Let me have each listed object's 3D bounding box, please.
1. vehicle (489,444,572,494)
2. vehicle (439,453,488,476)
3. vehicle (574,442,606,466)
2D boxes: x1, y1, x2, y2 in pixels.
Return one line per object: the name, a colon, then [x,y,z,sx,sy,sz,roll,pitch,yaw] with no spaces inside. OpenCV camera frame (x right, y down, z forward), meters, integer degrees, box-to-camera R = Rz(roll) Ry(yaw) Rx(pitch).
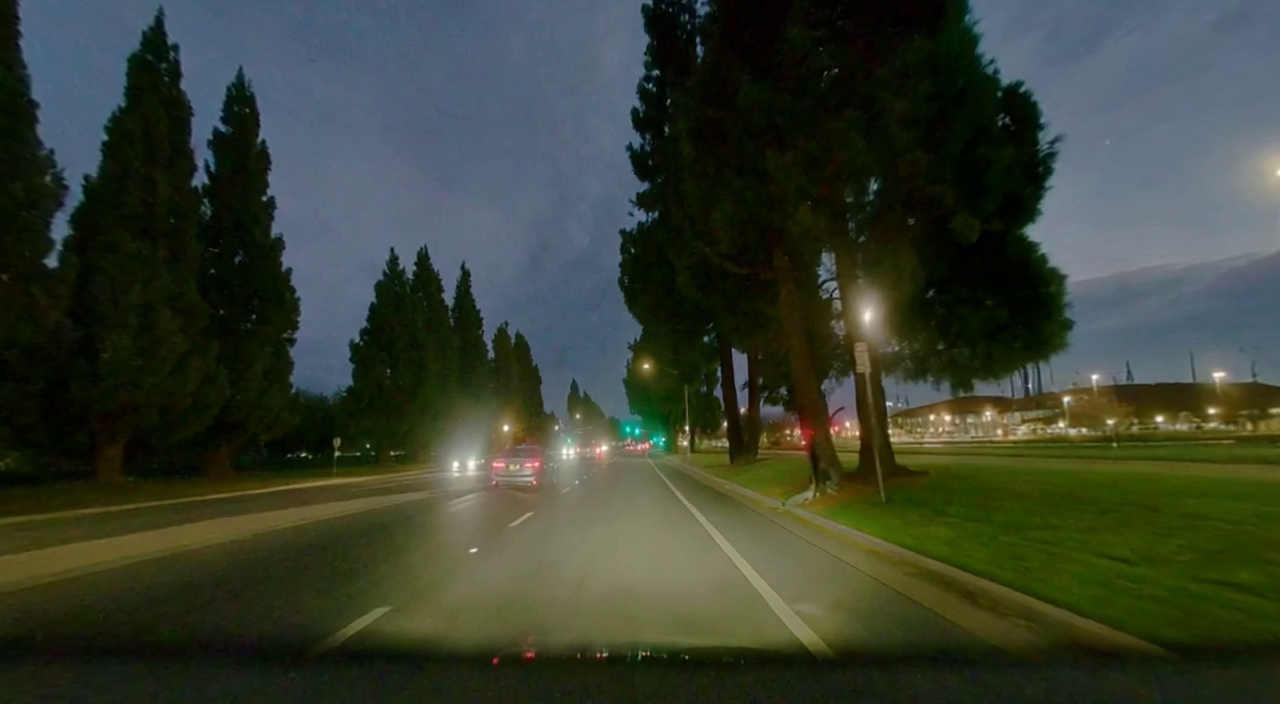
vehicle: [-3.439,3.759,20.660,1.932,1.431,4.144,0,-9,0]
vehicle: [-11.818,7.536,42.553,1.924,1.430,4.417,-1,-9,1]
vehicle: [-3.783,7.755,48.286,2.077,1.725,4.153,0,-9,1]
